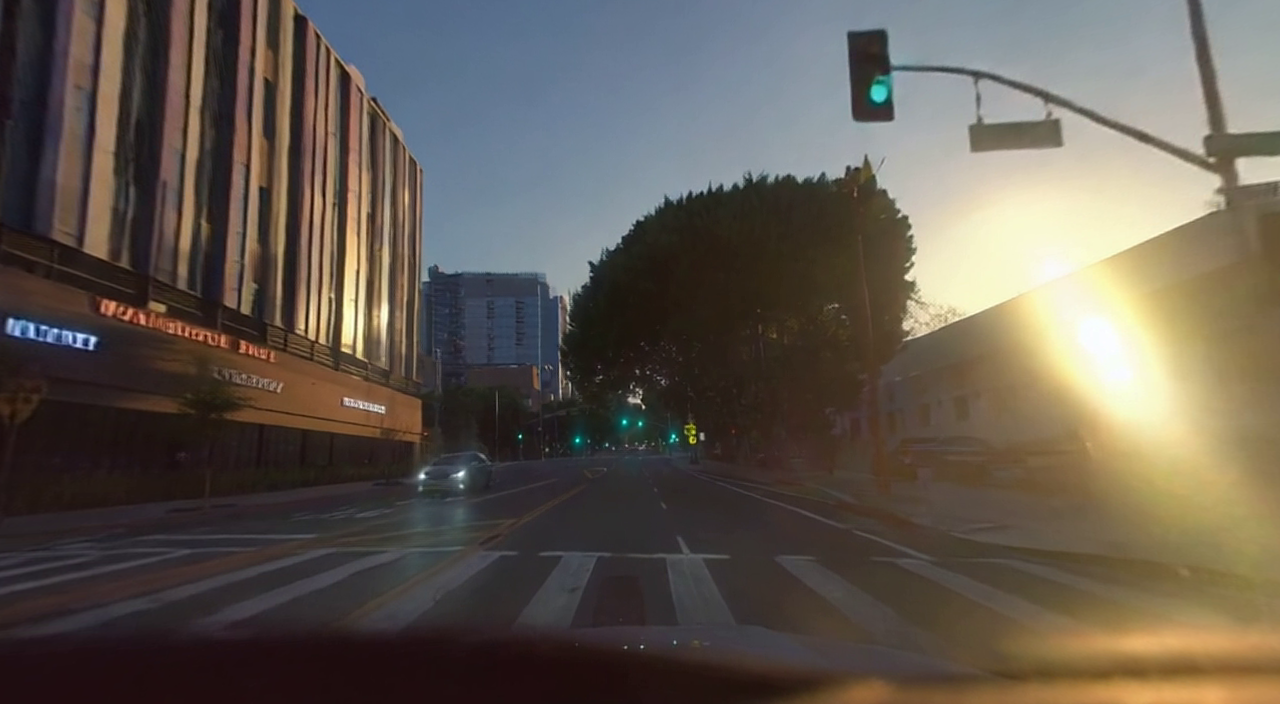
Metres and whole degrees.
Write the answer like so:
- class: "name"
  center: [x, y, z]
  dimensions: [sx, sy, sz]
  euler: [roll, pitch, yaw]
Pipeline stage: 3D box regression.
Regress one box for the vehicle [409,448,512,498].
- class: "vehicle"
  center: [-6.250, 4.255, 22.666]
  dimensions: [2.037, 1.563, 4.754]
  euler: [-1, -8, 4]
